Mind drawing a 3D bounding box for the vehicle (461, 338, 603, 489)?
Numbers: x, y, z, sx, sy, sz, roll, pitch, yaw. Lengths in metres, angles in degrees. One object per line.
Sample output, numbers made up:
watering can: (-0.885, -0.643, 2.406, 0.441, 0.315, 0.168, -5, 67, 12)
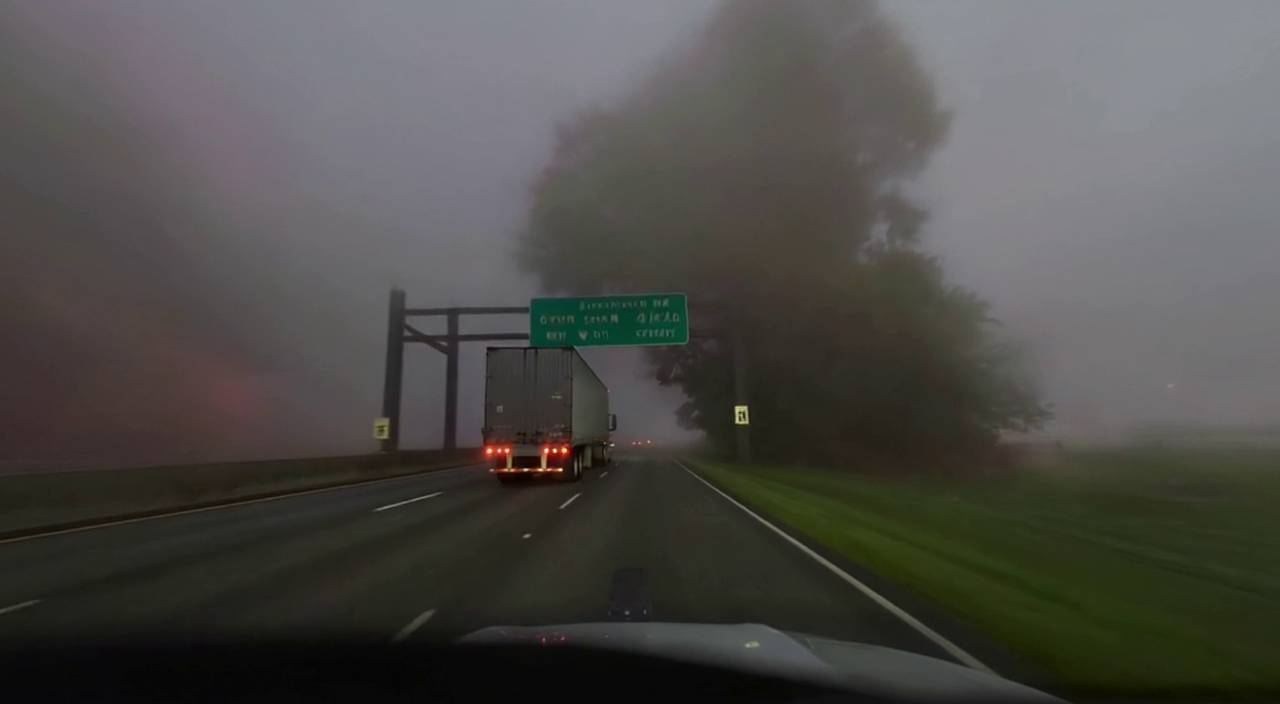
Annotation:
vehicle: (-3.321, 2.679, 24.105, 2.947, 4.051, 14.256, -1, -8, 0)
